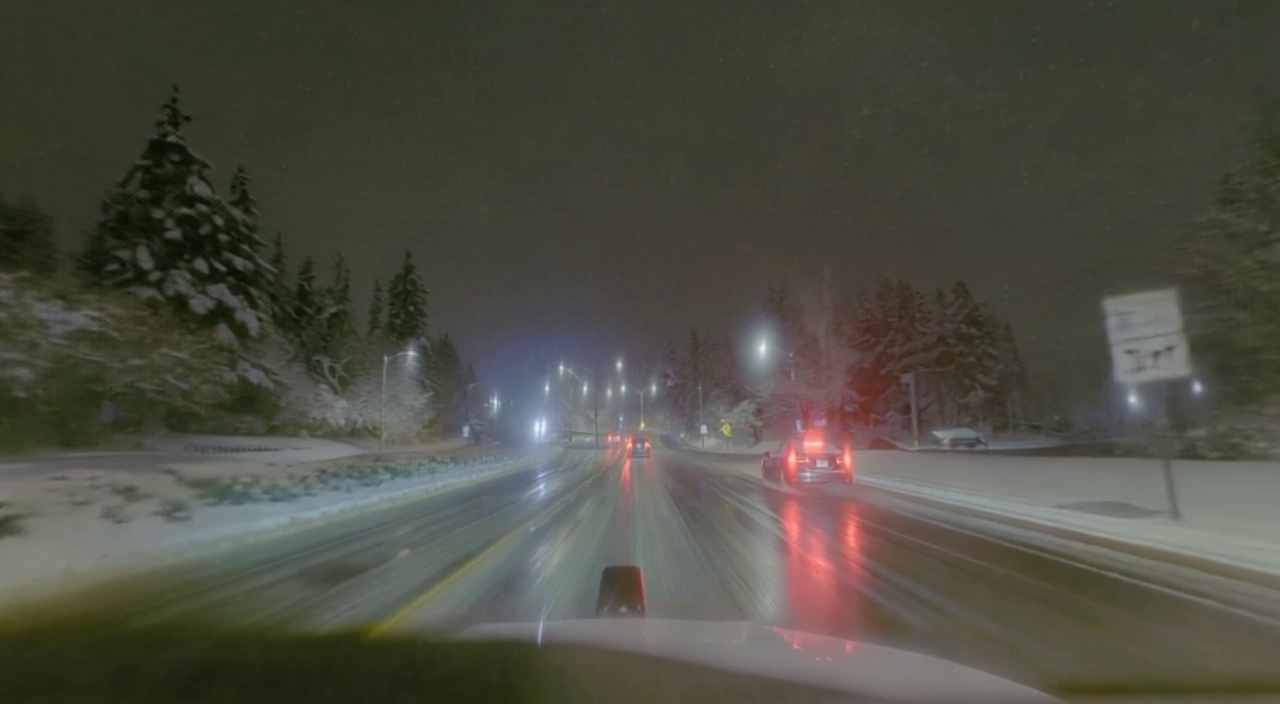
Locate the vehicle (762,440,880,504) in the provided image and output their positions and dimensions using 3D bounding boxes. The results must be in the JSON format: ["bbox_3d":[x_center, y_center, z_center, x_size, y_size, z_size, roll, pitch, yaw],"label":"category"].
[{"bbox_3d":[4.759,3.192,17.196,1.913,1.516,4.322,0,-9,0],"label":"vehicle"}]
